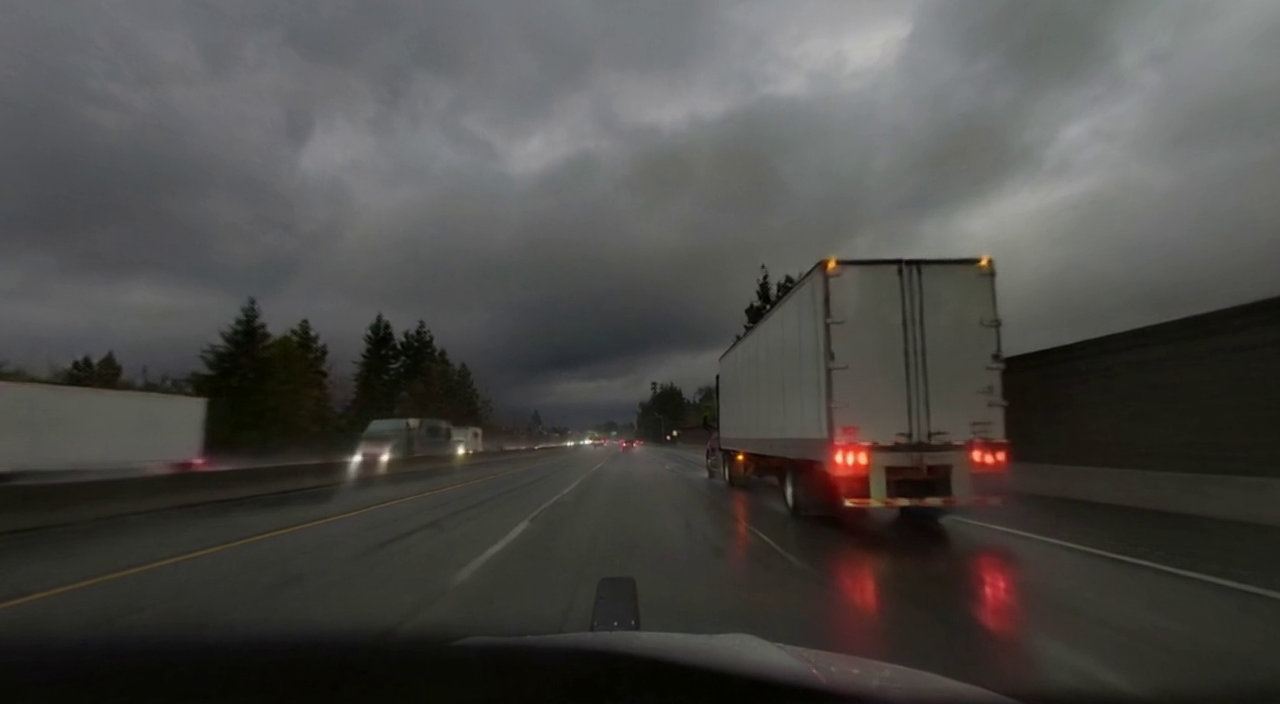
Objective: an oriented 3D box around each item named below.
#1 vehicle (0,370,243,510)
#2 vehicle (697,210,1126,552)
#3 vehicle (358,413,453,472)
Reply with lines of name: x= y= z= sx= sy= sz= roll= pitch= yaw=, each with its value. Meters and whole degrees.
vehicle: x=-19.742 y=3.100 z=22.059 sx=2.868 sy=3.944 sz=13.594 roll=-1 pitch=-8 yaw=0
vehicle: x=3.905 y=1.253 z=14.804 sx=3.489 sy=4.211 sz=14.193 roll=0 pitch=-8 yaw=-1
vehicle: x=-15.996 y=6.265 z=43.900 sx=3.185 sy=3.633 sz=9.159 roll=0 pitch=-8 yaw=-1
